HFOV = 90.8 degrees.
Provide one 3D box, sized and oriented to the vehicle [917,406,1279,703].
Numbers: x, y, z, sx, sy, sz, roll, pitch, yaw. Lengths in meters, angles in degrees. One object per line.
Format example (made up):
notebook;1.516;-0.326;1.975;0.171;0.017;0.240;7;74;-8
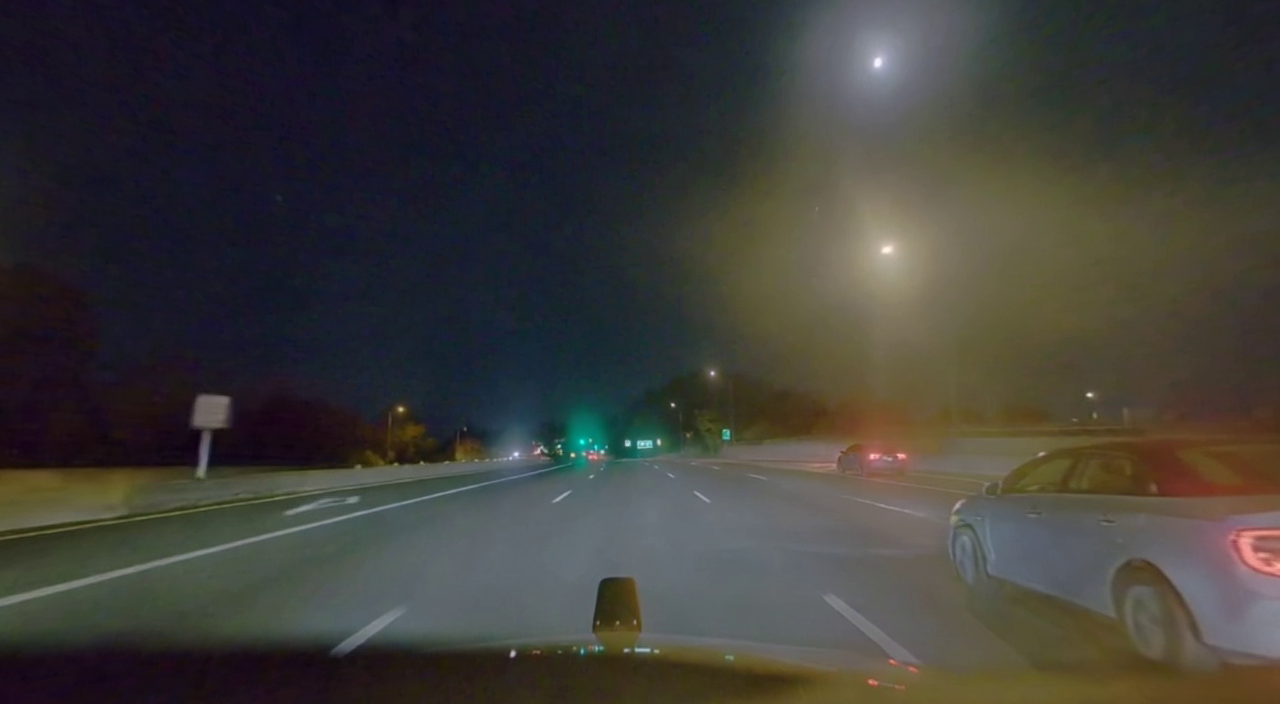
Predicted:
vehicle;3.838;1.116;3.636;2.217;1.477;4.817;0;-9;-1
